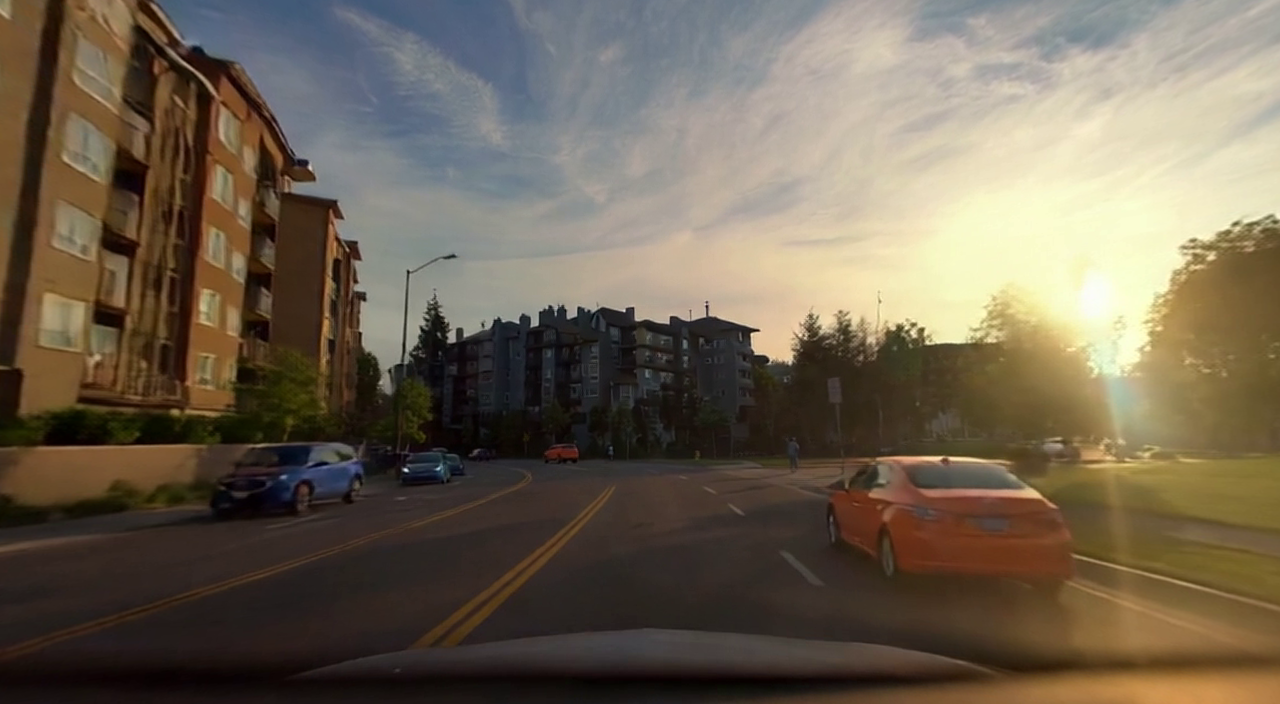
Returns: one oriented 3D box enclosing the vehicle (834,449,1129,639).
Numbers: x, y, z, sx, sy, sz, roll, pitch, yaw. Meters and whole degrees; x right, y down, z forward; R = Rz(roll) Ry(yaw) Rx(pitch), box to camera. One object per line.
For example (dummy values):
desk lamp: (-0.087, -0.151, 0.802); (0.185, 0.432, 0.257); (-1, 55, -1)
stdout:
vehicle: (2.961, 1.680, 6.061); (1.559, 1.351, 2.452); (1, -11, 4)

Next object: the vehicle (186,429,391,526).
vehicle: (-8.625, 3.109, 16.149); (2.347, 1.846, 4.915); (-6, -9, 1)

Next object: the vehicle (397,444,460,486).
vehicle: (-9.243, 4.941, 27.903); (1.994, 1.697, 4.436); (1, -9, -10)
